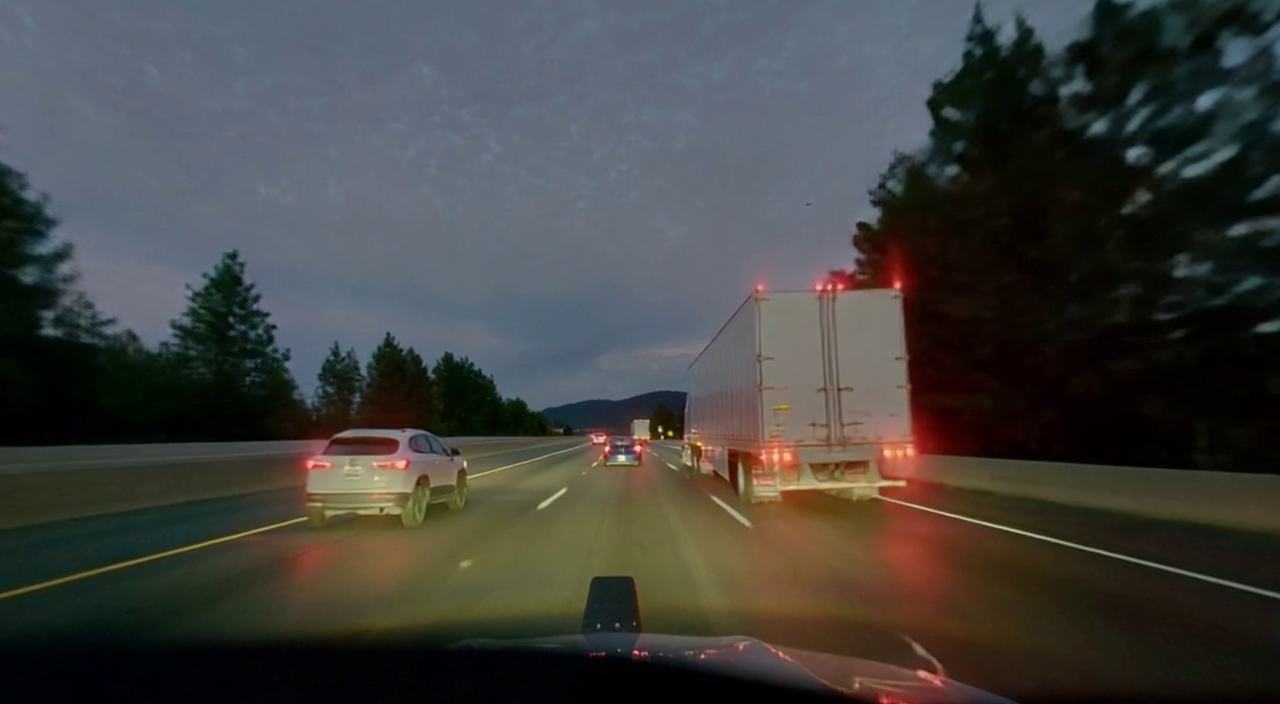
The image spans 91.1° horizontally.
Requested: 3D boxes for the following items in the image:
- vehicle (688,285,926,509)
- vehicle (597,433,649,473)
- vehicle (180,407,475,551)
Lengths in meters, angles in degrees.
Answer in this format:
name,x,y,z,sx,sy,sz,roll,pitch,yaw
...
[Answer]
name,x,y,z,sx,sy,sz,roll,pitch,yaw
vehicle,3.583,1.795,18.803,2.946,4.111,14.652,0,-8,-1
vehicle,-0.704,4.297,27.072,2.048,1.563,4.087,0,-8,-1
vehicle,-4.363,1.846,9.908,2.264,1.699,4.648,0,-8,0
